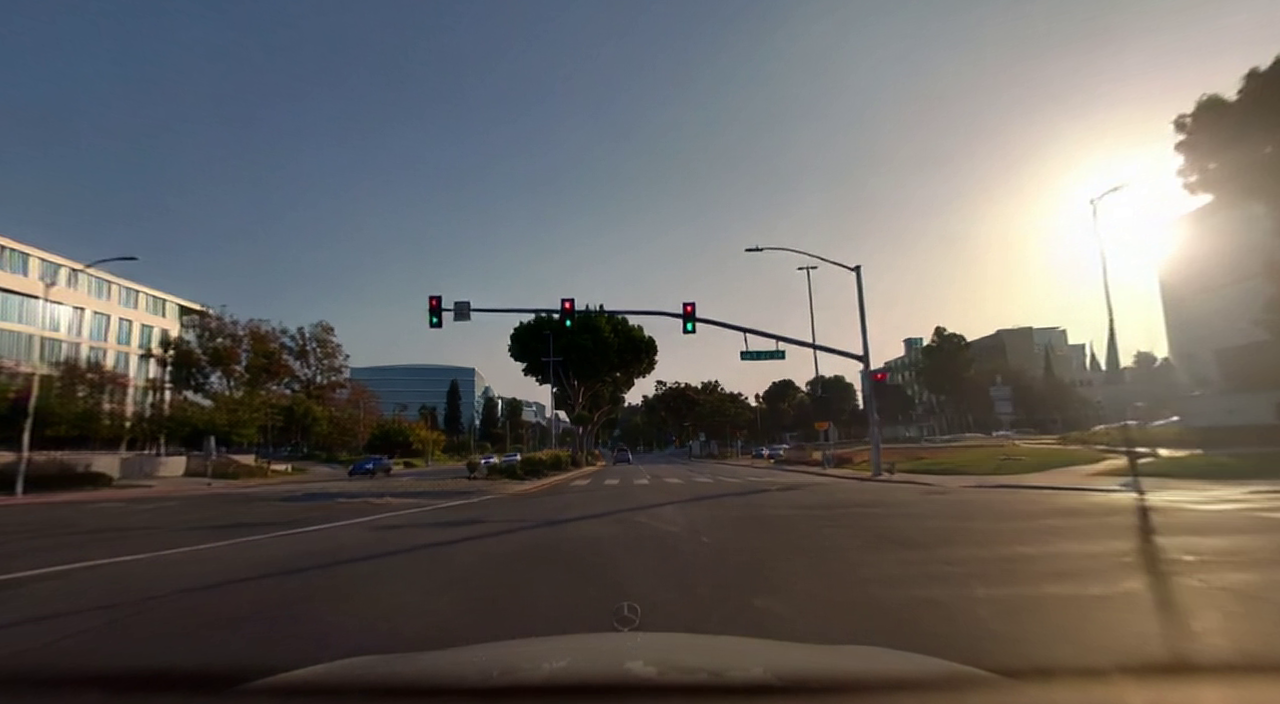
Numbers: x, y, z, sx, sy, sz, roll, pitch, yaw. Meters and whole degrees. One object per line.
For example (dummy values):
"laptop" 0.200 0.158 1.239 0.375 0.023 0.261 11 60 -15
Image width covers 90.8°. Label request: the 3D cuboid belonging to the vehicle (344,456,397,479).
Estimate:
"vehicle" -19.373 8.292 45.590 1.851 1.502 4.398 0 -8 0
